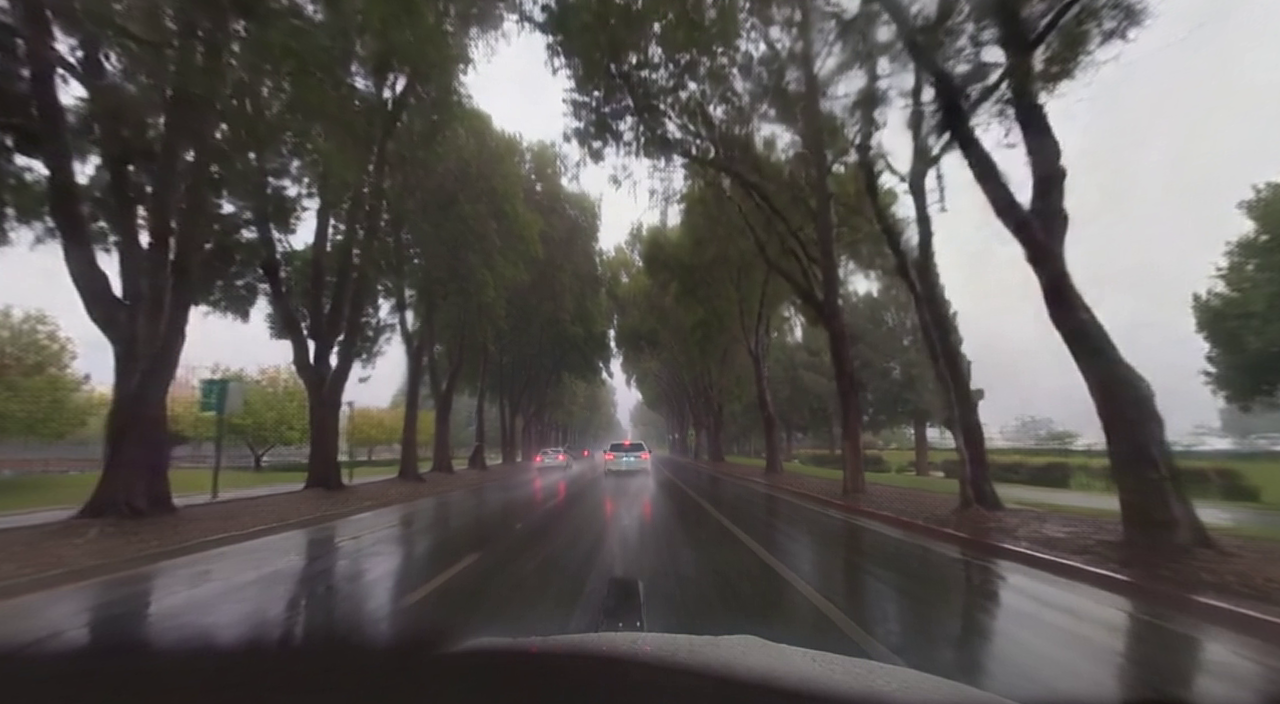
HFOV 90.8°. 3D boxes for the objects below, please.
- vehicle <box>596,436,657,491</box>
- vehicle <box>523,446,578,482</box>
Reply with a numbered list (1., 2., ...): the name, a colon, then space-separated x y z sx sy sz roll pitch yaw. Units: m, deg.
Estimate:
1. vehicle: -0.459 3.927 22.625 2.018 1.769 3.897 0 -8 0
2. vehicle: -4.155 5.248 29.859 1.936 1.538 4.016 0 -8 1
